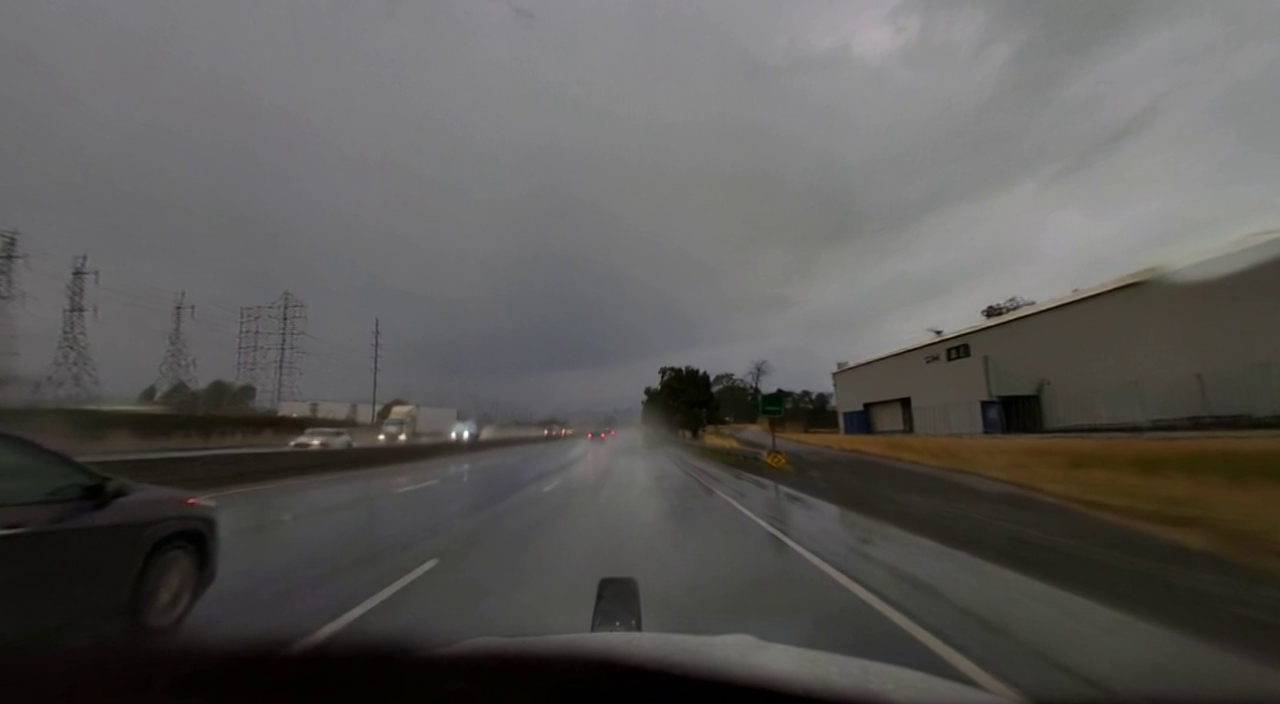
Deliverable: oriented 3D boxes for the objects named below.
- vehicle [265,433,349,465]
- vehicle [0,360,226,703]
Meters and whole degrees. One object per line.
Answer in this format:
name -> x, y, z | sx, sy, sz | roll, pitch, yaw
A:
vehicle -> -16.262, 4.724, 31.038 | 1.805, 1.466, 4.372 | 0, -7, -1
vehicle -> -3.930, 0.774, 2.296 | 2.023, 1.621, 4.174 | 0, -7, -1
